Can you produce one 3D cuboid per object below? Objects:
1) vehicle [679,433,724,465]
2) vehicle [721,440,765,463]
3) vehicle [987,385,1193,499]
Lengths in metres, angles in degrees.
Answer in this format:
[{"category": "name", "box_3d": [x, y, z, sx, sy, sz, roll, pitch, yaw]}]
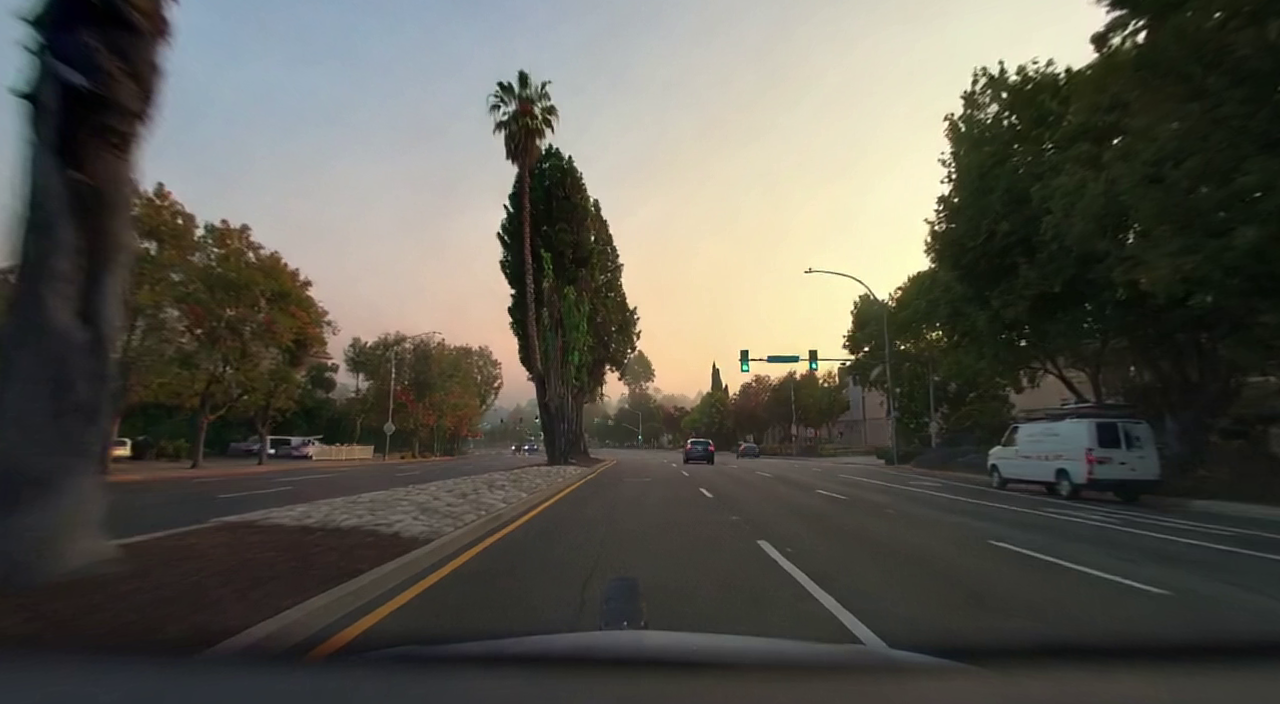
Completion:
[{"category": "vehicle", "box_3d": [3.668, 5.910, 38.483, 2.046, 1.818, 4.603, 0, -8, -3]}, {"category": "vehicle", "box_3d": [6.976, 6.776, 43.122, 1.969, 1.522, 4.609, 0, -8, -3]}, {"category": "vehicle", "box_3d": [14.068, 2.902, 20.400, 2.703, 3.137, 5.589, -1, -8, 4]}]
